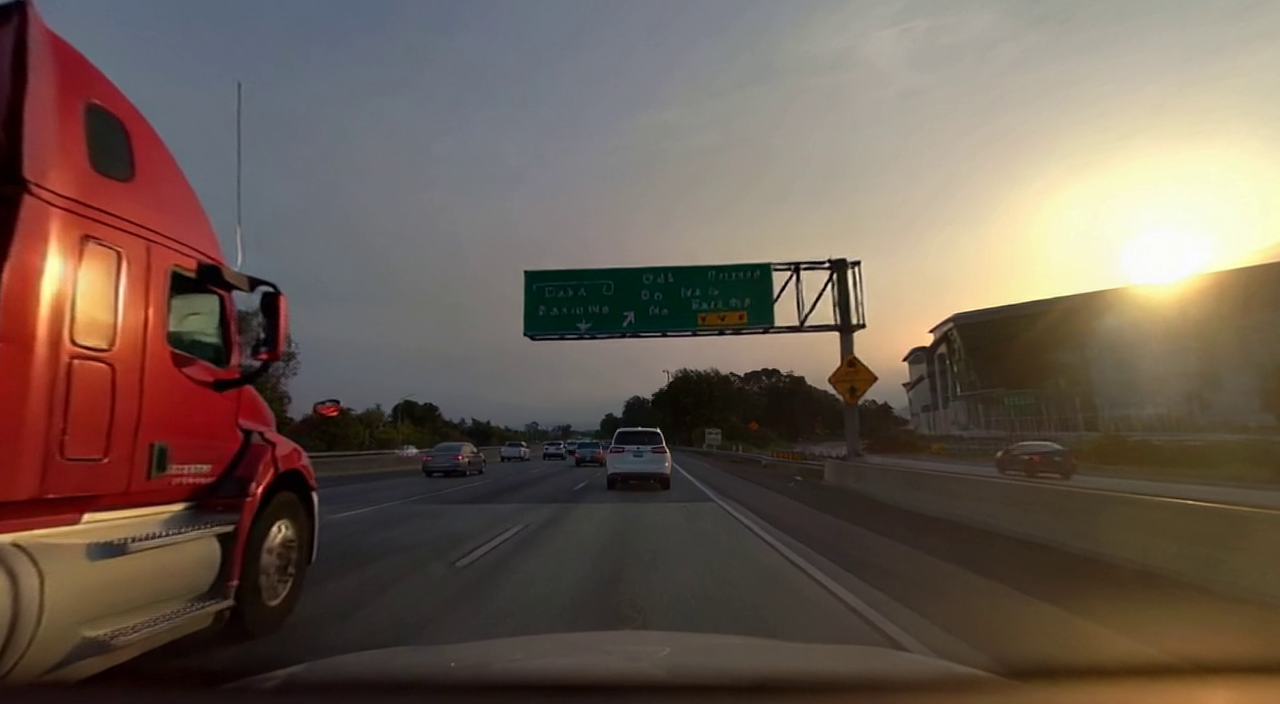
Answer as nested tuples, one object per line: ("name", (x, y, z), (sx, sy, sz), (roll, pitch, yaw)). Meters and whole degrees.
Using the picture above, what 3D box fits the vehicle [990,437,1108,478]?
("vehicle", (16.292, 4.230, 25.502), (1.918, 1.472, 4.782), (-1, -9, 5))

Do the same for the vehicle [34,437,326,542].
("vehicle", (-7.602, 2.271, 11.118), (1.864, 1.458, 4.295), (0, -9, 0))

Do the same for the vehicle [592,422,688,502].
("vehicle", (0.000, 2.774, 16.194), (2.152, 1.779, 3.924), (0, -9, 0))

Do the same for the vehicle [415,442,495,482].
("vehicle", (-7.374, 4.416, 25.590), (1.869, 1.466, 4.217), (0, -9, 1))

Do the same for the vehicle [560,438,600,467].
("vehicle", (-3.549, 6.041, 38.164), (1.952, 1.649, 4.131), (0, -9, 1))
